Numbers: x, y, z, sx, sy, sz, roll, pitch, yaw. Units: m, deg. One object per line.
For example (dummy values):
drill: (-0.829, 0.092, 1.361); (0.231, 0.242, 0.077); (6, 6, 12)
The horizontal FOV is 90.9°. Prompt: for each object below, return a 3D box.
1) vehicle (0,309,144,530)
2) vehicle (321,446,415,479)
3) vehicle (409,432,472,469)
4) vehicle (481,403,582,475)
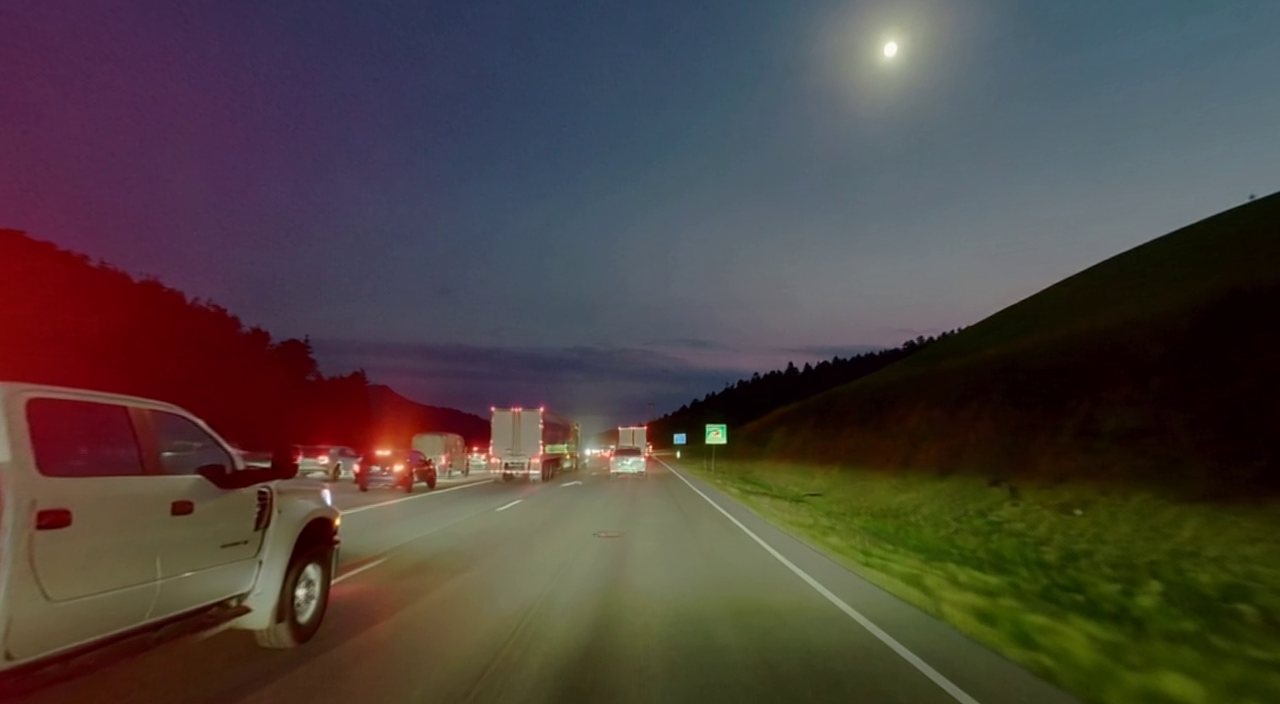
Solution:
vehicle: (-12.329, 0.639, 7.332); (2.745, 3.617, 11.590); (-1, -9, 6)
vehicle: (-13.122, 5.350, 30.781); (1.925, 1.493, 4.864); (-1, -9, 8)
vehicle: (-14.739, 7.319, 46.903); (2.264, 2.596, 5.494); (-1, -9, 8)
vehicle: (-6.922, 6.117, 43.442); (2.848, 4.067, 14.314); (-1, -9, 7)
